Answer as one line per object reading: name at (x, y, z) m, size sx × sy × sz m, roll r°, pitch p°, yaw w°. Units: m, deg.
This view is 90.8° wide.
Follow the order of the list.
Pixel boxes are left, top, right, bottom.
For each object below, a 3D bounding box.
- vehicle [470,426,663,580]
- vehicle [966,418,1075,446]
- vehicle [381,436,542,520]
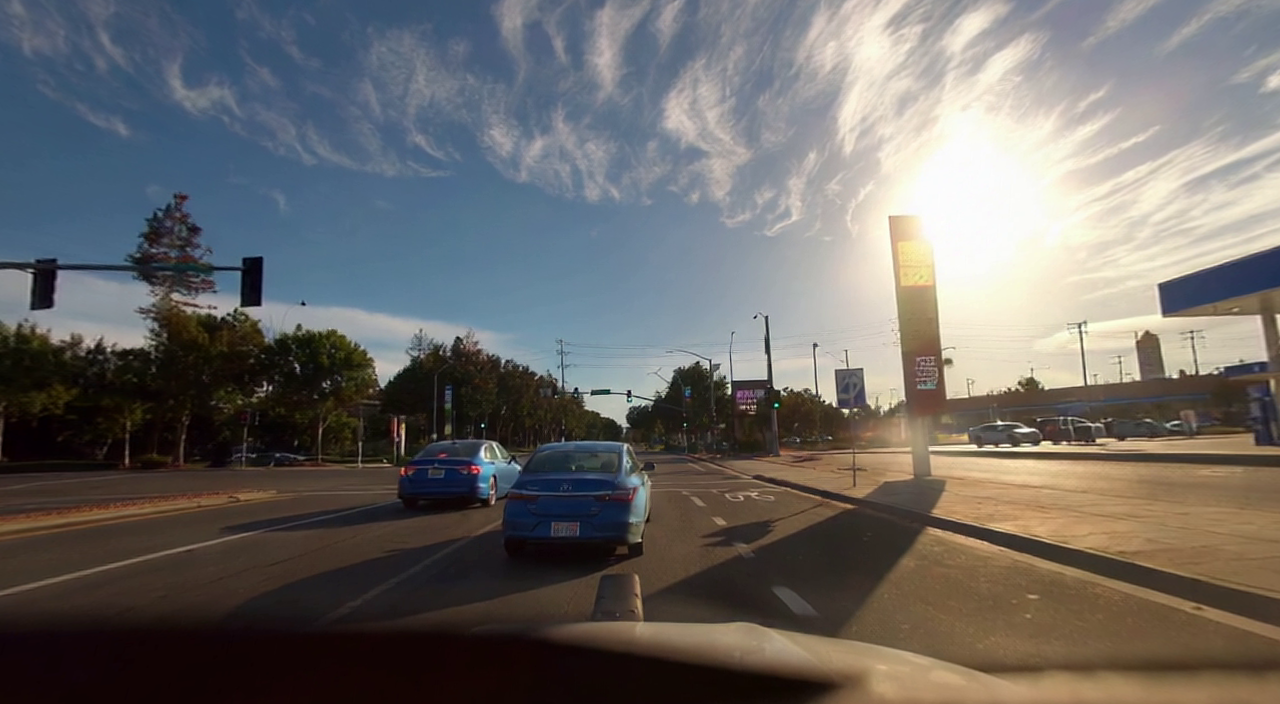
vehicle at (-0.658, 1.833, 8.561) m, size 1.916 × 1.510 × 4.447 m, roll 0°, pitch -8°, yaw 2°
vehicle at (21.546, 4.584, 35.941) m, size 4.874 × 1.502 × 2.048 m, roll 0°, pitch -8°, yaw 0°
vehicle at (-3.648, 2.666, 13.998) m, size 1.995 × 1.506 × 4.773 m, roll -1°, pitch -8°, yaw 3°
